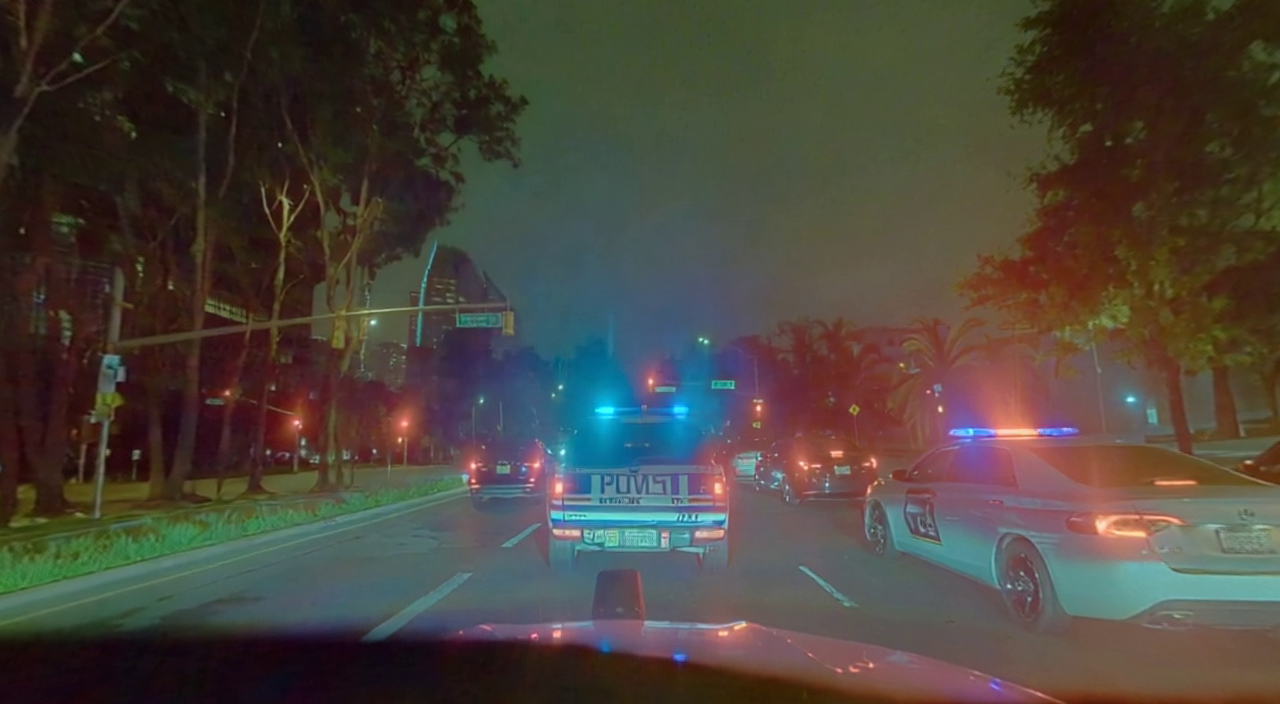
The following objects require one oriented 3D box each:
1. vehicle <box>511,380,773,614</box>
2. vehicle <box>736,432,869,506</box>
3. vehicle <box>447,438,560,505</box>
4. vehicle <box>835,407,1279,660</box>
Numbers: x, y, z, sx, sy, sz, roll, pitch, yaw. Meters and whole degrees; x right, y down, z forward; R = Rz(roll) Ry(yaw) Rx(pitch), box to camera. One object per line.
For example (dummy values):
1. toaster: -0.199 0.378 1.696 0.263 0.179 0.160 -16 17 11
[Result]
1. vehicle: -0.033 1.460 7.275 2.038 1.819 4.505 0 -8 -1
2. vehicle: 3.651 2.706 15.066 1.940 1.474 4.234 0 -8 -1
3. vehicle: -3.307 2.982 16.227 1.913 1.464 4.276 0 -8 0
4. vehicle: 3.646 1.408 6.078 1.995 1.483 4.533 0 -8 -1
